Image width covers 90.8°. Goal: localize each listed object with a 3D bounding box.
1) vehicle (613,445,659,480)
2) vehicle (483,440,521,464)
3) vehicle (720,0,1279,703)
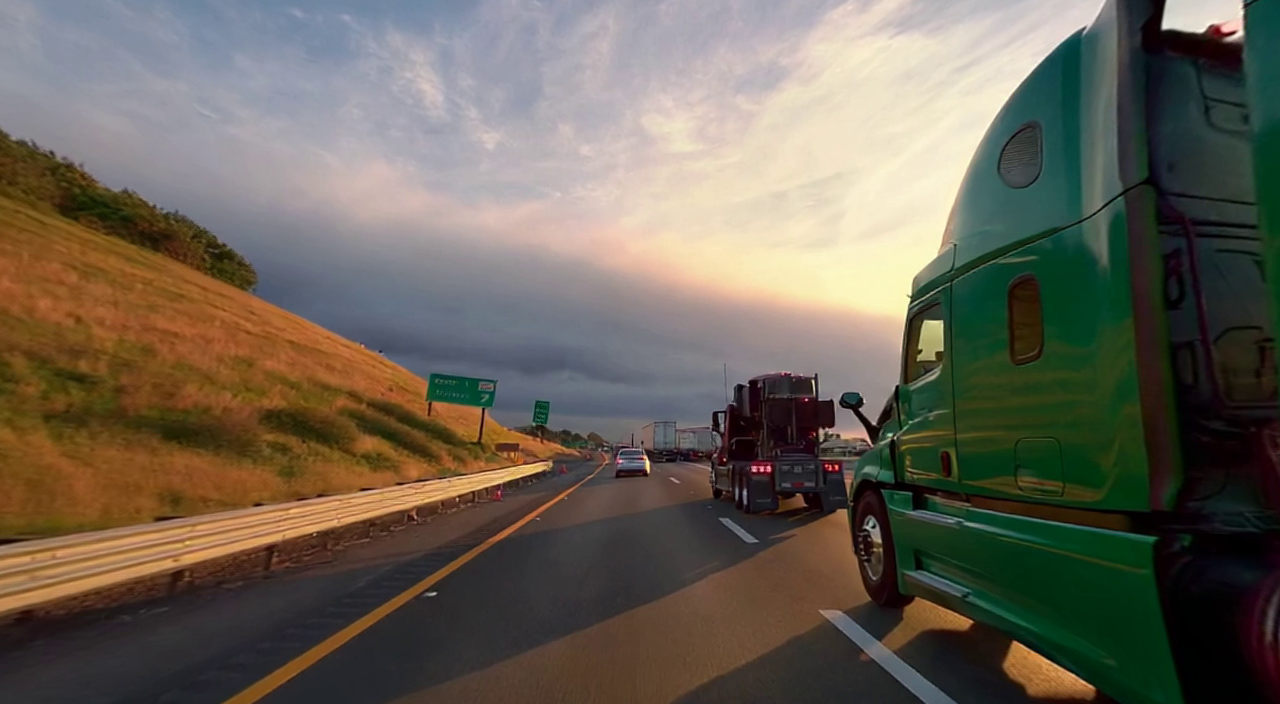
[{"bbox_3d":[-0.181,4.950,28.441,1.927,1.437,3.794,0,-9,0],"label":"vehicle"},{"bbox_3d":[-9.539,6.954,43.916,1.806,1.550,4.127,0,-9,-1],"label":"vehicle"},{"bbox_3d":[3.567,0.788,9.621,2.874,4.065,14.243,0,-9,0],"label":"vehicle"}]
